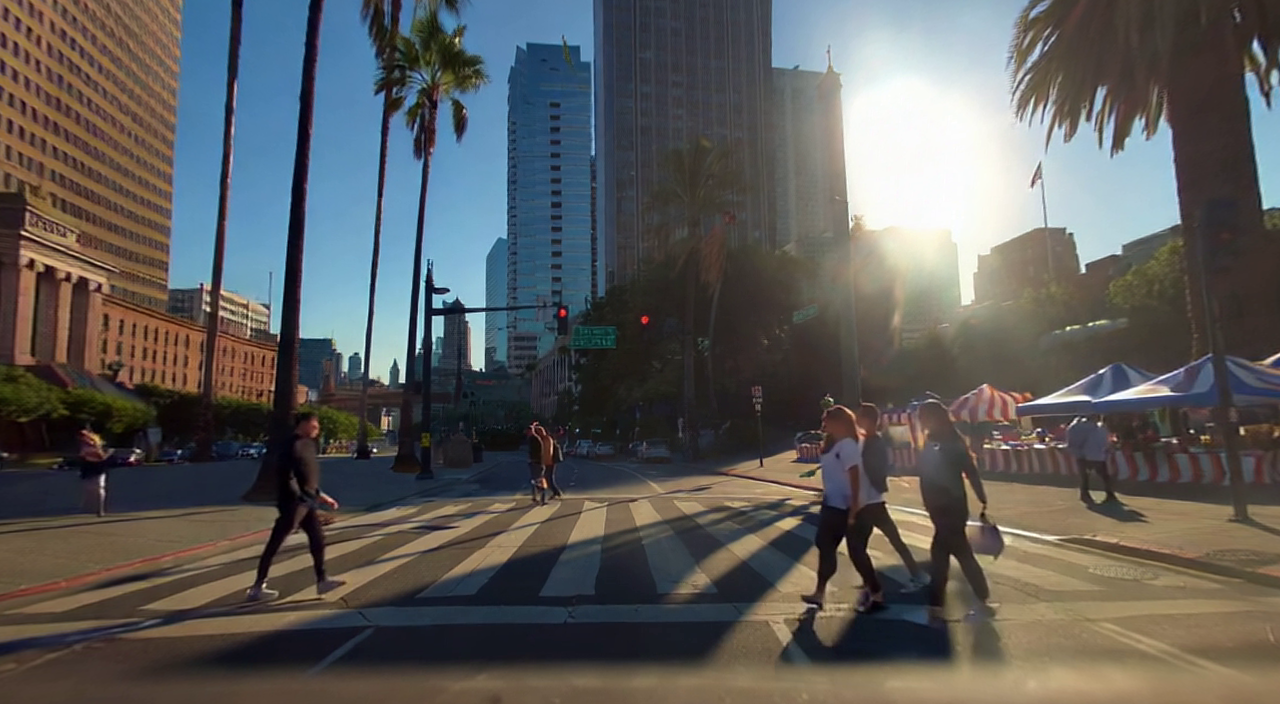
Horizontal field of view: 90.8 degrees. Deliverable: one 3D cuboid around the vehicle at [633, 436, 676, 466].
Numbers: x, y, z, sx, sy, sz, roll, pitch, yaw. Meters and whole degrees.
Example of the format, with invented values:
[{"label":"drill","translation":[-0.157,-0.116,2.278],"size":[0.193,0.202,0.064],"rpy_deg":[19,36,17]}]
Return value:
[{"label":"vehicle","translation":[0.981,7.279,46.553],"size":[2.322,2.071,5.366],"rpy_deg":[1,-9,-9]}]
